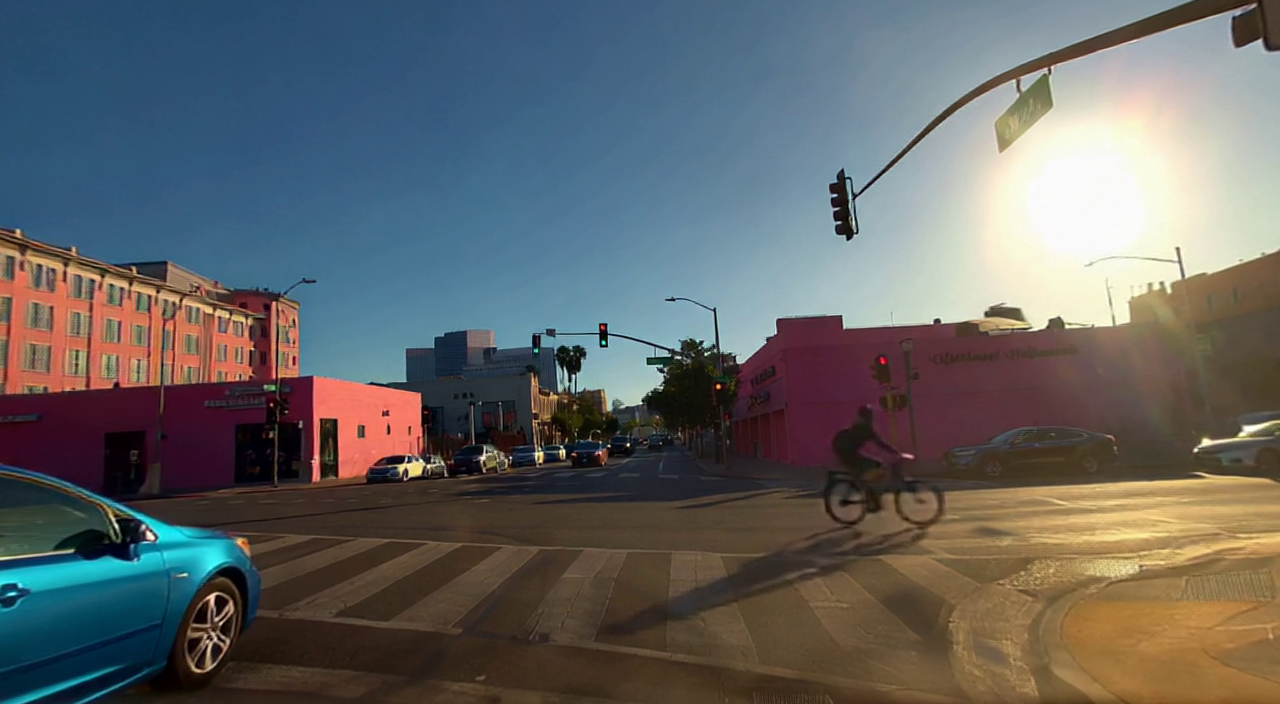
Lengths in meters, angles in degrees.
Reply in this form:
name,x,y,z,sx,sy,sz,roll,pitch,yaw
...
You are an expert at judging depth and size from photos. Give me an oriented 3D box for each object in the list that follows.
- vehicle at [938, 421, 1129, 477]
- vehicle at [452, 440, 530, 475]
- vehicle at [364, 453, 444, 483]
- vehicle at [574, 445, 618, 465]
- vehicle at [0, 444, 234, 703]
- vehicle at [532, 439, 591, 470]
name,x,y,z,sx,sy,sz,roll,pitch,yaw
vehicle,11.575,2.894,18.802,4.355,1.546,1.820,-1,-9,6
vehicle,-8.388,5.980,36.070,2.152,1.825,5.406,-2,-9,12
vehicle,-12.571,6.176,33.899,1.976,1.425,4.567,-1,-9,9
vehicle,-3.023,7.181,44.098,1.743,1.362,4.350,-2,-9,14
vehicle,-3.697,0.980,2.158,1.759,1.325,4.295,0,-9,0
vehicle,-4.491,5.986,36.872,1.928,1.647,4.575,-2,-9,13
